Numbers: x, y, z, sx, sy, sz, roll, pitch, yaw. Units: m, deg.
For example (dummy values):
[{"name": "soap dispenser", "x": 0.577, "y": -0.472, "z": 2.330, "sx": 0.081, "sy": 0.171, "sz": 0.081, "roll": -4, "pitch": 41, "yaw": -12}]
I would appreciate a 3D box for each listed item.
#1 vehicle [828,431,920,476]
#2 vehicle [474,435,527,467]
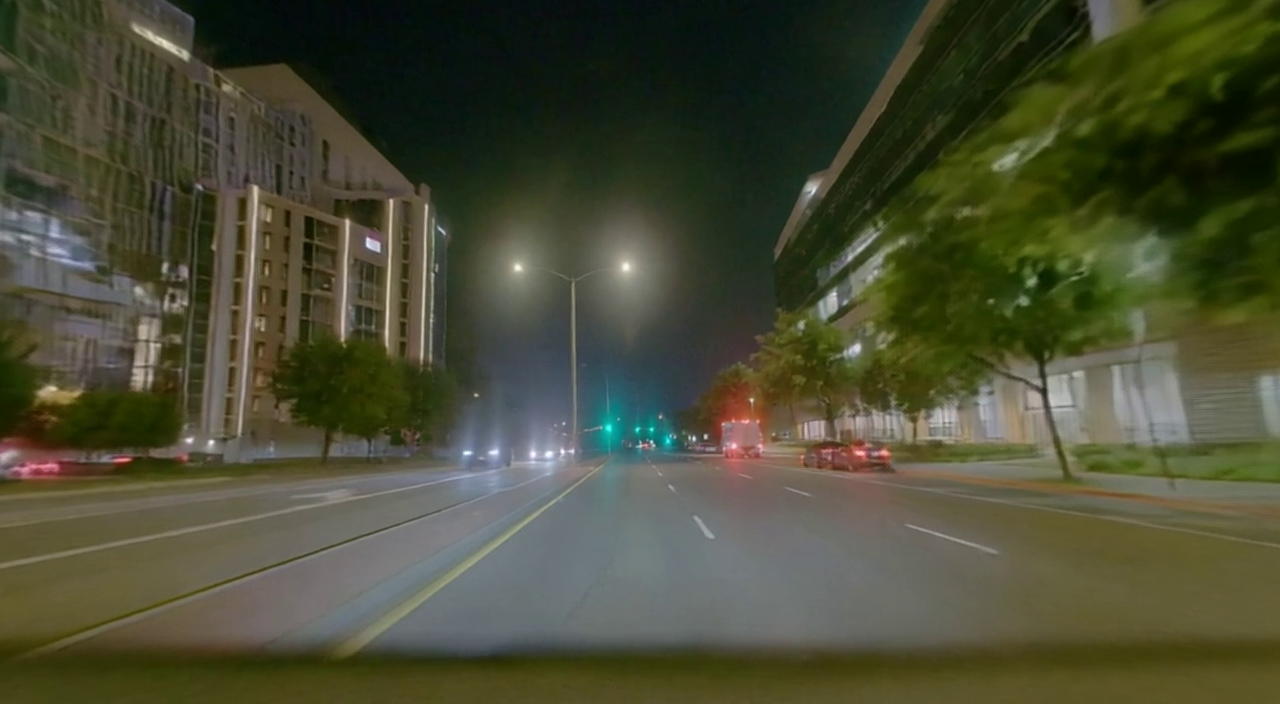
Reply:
[{"name": "vehicle", "x": 10.180, "y": 4.455, "z": 27.954, "sx": 2.043, "sy": 1.761, "sz": 5.022, "roll": 0, "pitch": -8, "yaw": -1}, {"name": "vehicle", "x": -8.833, "y": 6.305, "z": 40.377, "sx": 2.212, "sy": 1.904, "sz": 4.986, "roll": -1, "pitch": -8, "yaw": 1}]
